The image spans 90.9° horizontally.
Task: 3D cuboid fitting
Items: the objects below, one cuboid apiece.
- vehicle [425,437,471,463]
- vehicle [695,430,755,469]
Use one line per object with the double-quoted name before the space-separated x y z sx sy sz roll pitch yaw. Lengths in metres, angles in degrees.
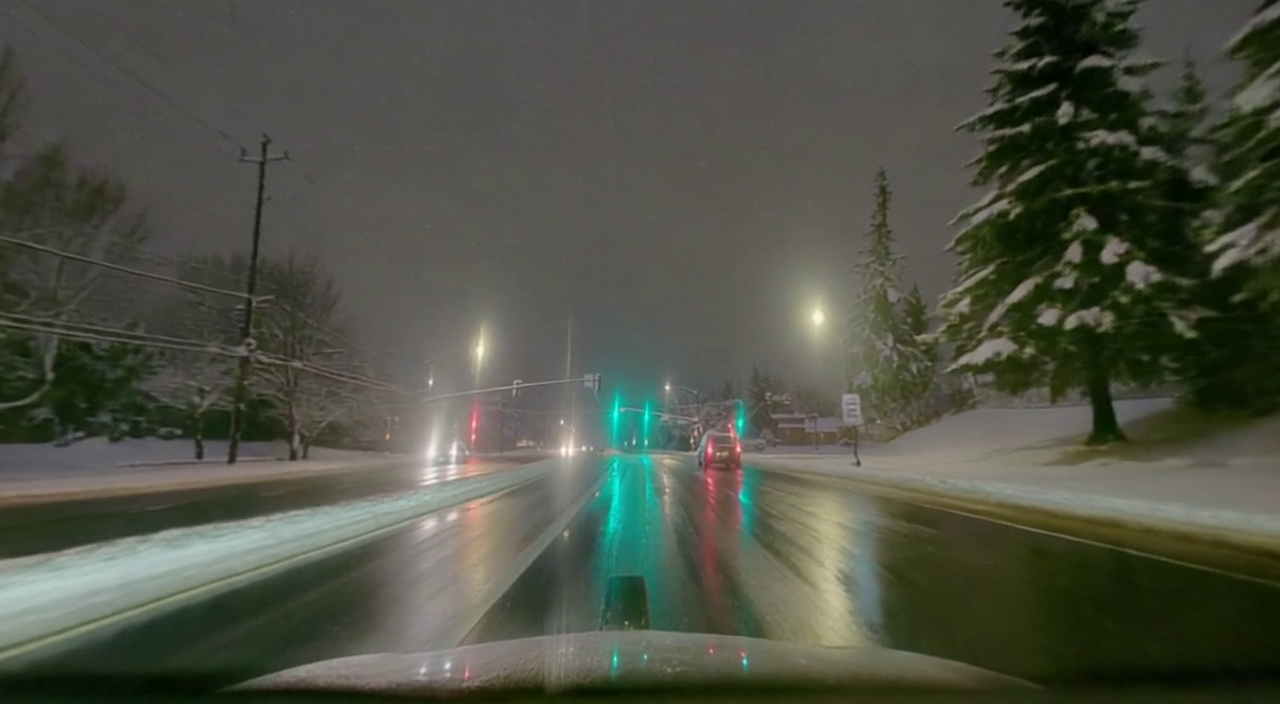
"vehicle" -13.348 6.830 44.037 1.925 1.670 4.371 0 -8 -1
"vehicle" 4.101 4.817 31.222 2.240 1.781 4.433 0 -8 -1
